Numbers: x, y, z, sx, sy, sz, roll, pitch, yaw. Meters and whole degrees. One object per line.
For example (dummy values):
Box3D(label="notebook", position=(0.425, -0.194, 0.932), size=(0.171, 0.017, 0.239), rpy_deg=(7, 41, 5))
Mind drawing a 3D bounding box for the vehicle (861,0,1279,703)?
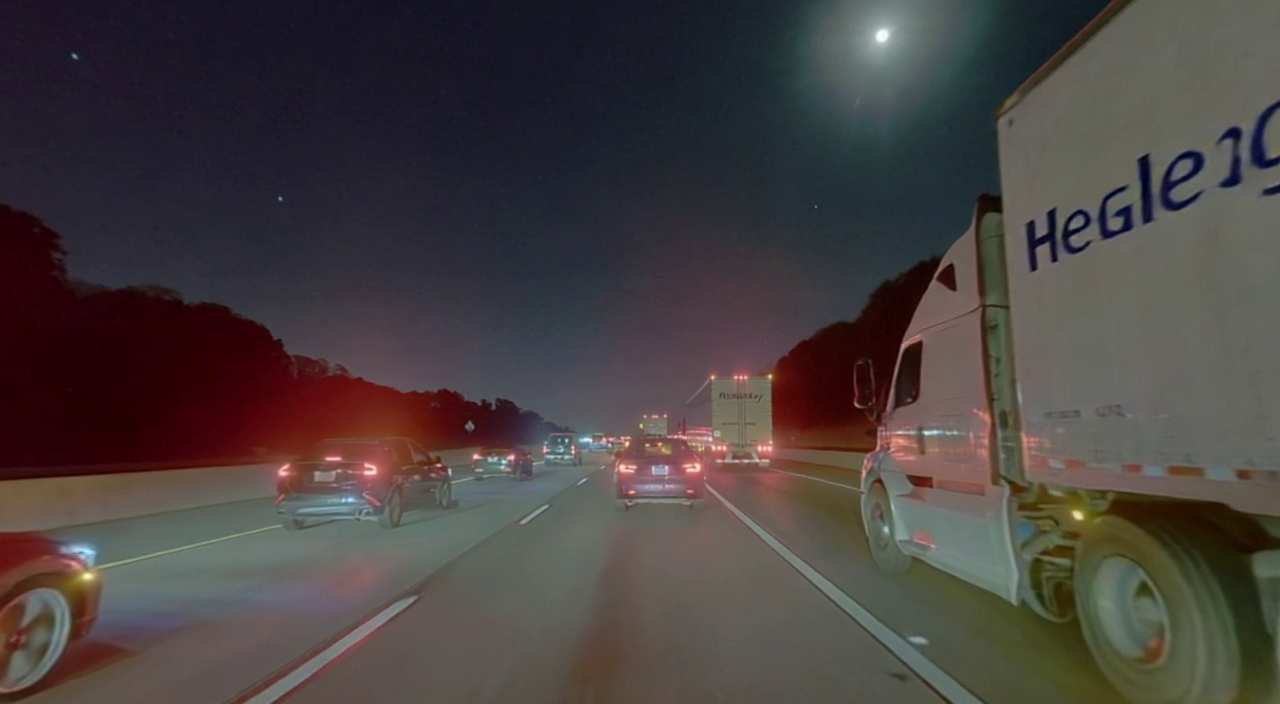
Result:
Box3D(label="vehicle", position=(4.030, -0.053, 4.011), size=(2.982, 3.860, 6.011), rpy_deg=(0, -8, 0))

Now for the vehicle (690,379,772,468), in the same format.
Box3D(label="vehicle", position=(4.773, 4.269, 36.285), size=(2.892, 4.101, 14.252), rpy_deg=(0, -8, 1))

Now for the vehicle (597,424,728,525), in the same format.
Box3D(label="vehicle", position=(0.350, 2.096, 11.346), size=(1.973, 1.505, 3.568), rpy_deg=(0, -8, 0))

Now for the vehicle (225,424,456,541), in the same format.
Box3D(label="vehicle", position=(-4.459, 1.950, 10.111), size=(1.821, 1.514, 3.677), rpy_deg=(0, -8, 1))

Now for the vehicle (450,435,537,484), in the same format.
Box3D(label="vehicle", position=(-4.748, 3.525, 21.055), size=(1.880, 1.458, 3.978), rpy_deg=(0, -8, 1))

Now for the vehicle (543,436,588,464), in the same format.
Box3D(label="vehicle", position=(-4.186, 5.564, 36.052), size=(1.887, 1.493, 4.411), rpy_deg=(0, -8, 1))
